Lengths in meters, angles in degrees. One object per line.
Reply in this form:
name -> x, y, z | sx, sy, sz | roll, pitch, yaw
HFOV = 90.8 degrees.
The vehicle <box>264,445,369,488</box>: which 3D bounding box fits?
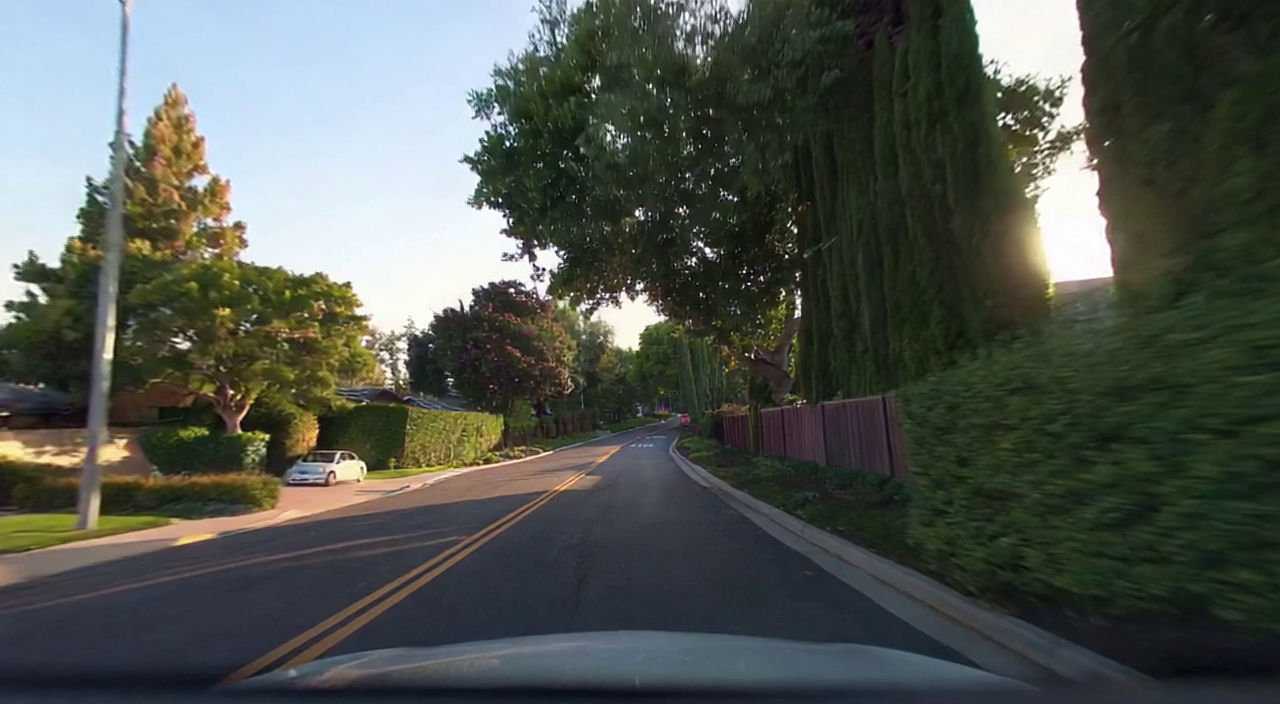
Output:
vehicle -> -14.847, 5.248, 29.397 | 2.305, 1.793, 4.883 | 0, -8, 0
